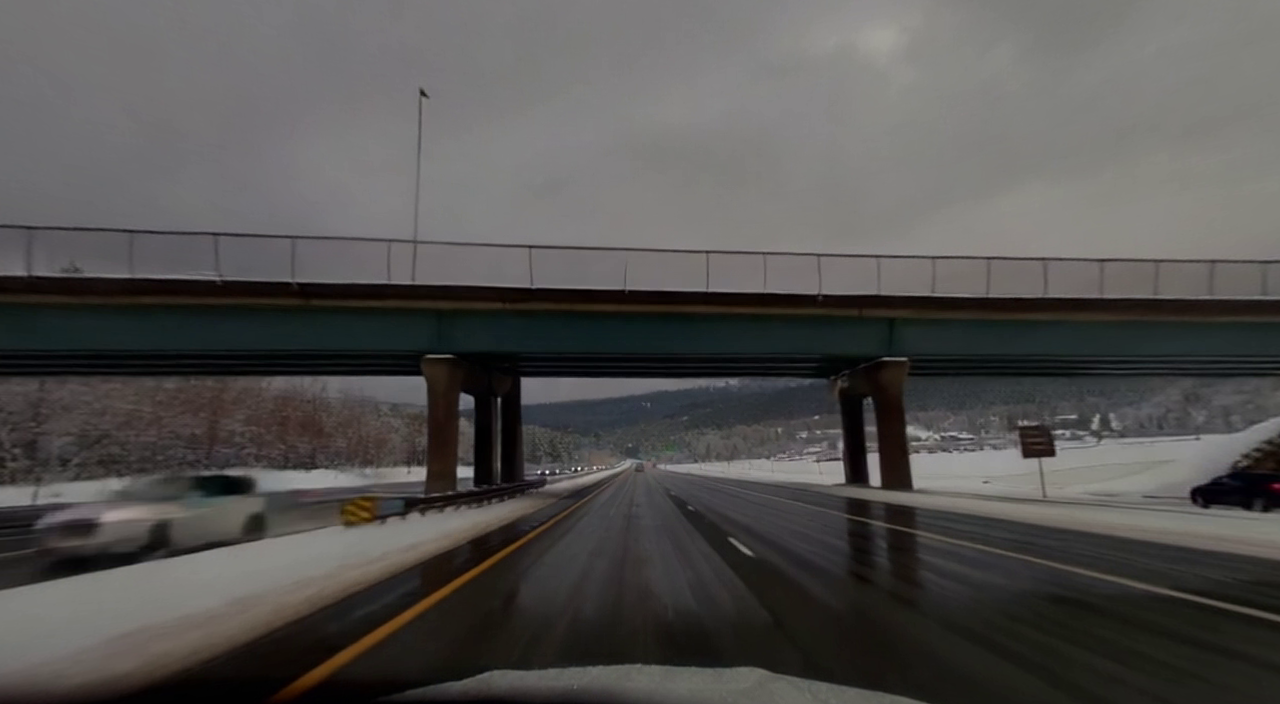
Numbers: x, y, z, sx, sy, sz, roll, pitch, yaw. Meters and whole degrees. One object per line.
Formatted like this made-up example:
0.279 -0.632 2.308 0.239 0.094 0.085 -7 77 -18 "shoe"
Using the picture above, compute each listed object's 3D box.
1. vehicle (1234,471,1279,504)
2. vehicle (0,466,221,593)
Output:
32.691 6.964 32.525 1.951 1.616 4.175 -5 -12 30 "vehicle"
-8.417 2.387 9.089 1.789 1.453 4.296 1 -10 -1 "vehicle"
